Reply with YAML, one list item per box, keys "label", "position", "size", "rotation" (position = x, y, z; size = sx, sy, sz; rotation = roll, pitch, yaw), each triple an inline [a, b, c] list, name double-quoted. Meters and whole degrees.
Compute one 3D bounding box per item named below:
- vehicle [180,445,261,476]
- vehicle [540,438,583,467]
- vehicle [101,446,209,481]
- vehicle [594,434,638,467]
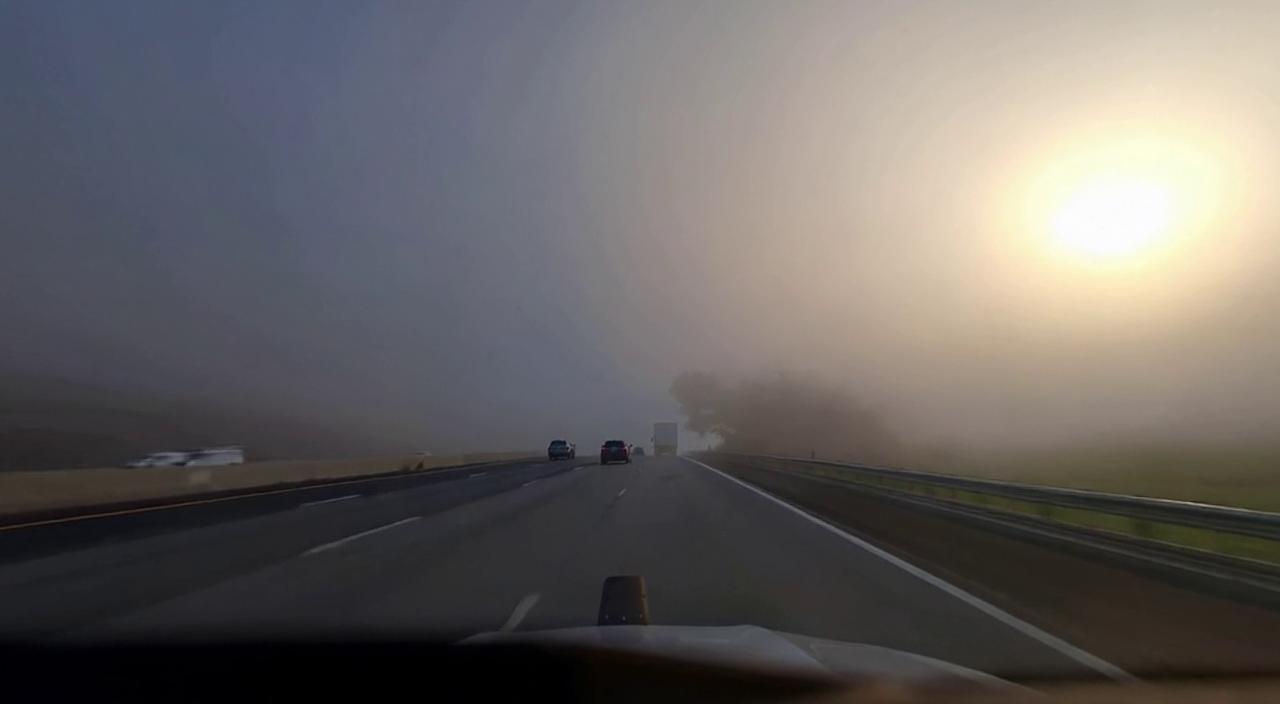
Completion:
- label: "vehicle"
  position: [-29.998, 7.738, 45.338]
  size: [2.582, 2.126, 4.439]
  rotation: [0, -8, 2]
- label: "vehicle"
  position: [-4.925, 6.376, 40.135]
  size: [2.062, 1.691, 4.278]
  rotation: [0, -8, 2]
- label: "vehicle"
  position: [-30.237, 6.925, 39.639]
  size: [2.377, 2.013, 5.364]
  rotation: [0, -8, 2]
- label: "vehicle"
  position: [-1.330, 5.894, 37.949]
  size: [2.283, 1.802, 4.810]
  rotation: [0, -8, 2]
